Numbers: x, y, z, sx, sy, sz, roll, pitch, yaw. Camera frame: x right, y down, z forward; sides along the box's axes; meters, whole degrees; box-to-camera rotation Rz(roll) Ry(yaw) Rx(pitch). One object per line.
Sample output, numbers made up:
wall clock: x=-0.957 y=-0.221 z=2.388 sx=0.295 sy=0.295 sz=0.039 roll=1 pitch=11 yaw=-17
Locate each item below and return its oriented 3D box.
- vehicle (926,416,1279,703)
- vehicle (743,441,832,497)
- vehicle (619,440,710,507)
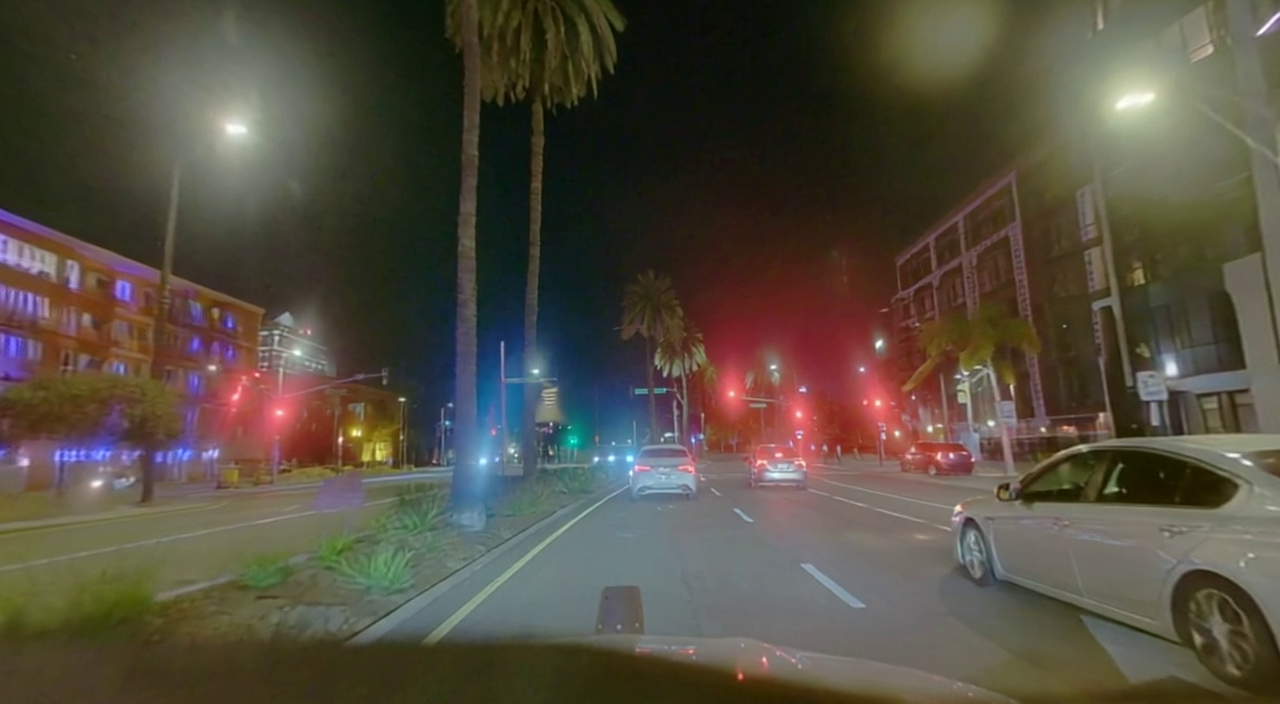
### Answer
vehicle: x=3.915 y=1.243 z=4.305 sx=1.913 sy=1.469 sz=4.425 roll=0 pitch=-9 yaw=1
vehicle: x=4.344 y=3.502 z=19.307 sx=1.920 sy=1.490 sz=4.417 roll=-1 pitch=-9 yaw=4
vehicle: x=0.675 y=3.060 z=16.333 sx=2.078 sy=1.503 sz=3.681 roll=-1 pitch=-9 yaw=4
